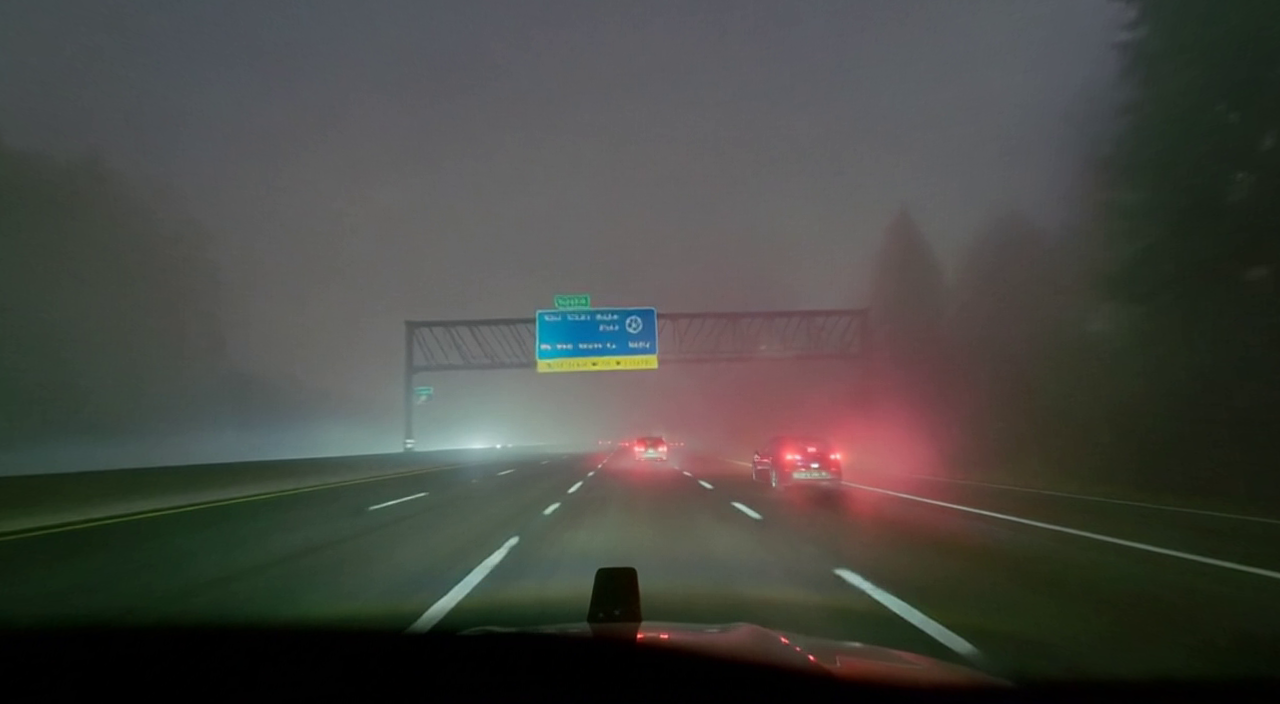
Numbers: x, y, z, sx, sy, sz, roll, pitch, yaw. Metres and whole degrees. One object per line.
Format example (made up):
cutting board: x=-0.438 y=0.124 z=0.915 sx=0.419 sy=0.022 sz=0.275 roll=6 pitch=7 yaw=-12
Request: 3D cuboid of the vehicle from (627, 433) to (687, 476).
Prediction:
vehicle: x=0.539 y=3.837 z=23.839 sx=2.046 sy=1.467 sz=3.844 roll=0 pitch=-8 yaw=-2
